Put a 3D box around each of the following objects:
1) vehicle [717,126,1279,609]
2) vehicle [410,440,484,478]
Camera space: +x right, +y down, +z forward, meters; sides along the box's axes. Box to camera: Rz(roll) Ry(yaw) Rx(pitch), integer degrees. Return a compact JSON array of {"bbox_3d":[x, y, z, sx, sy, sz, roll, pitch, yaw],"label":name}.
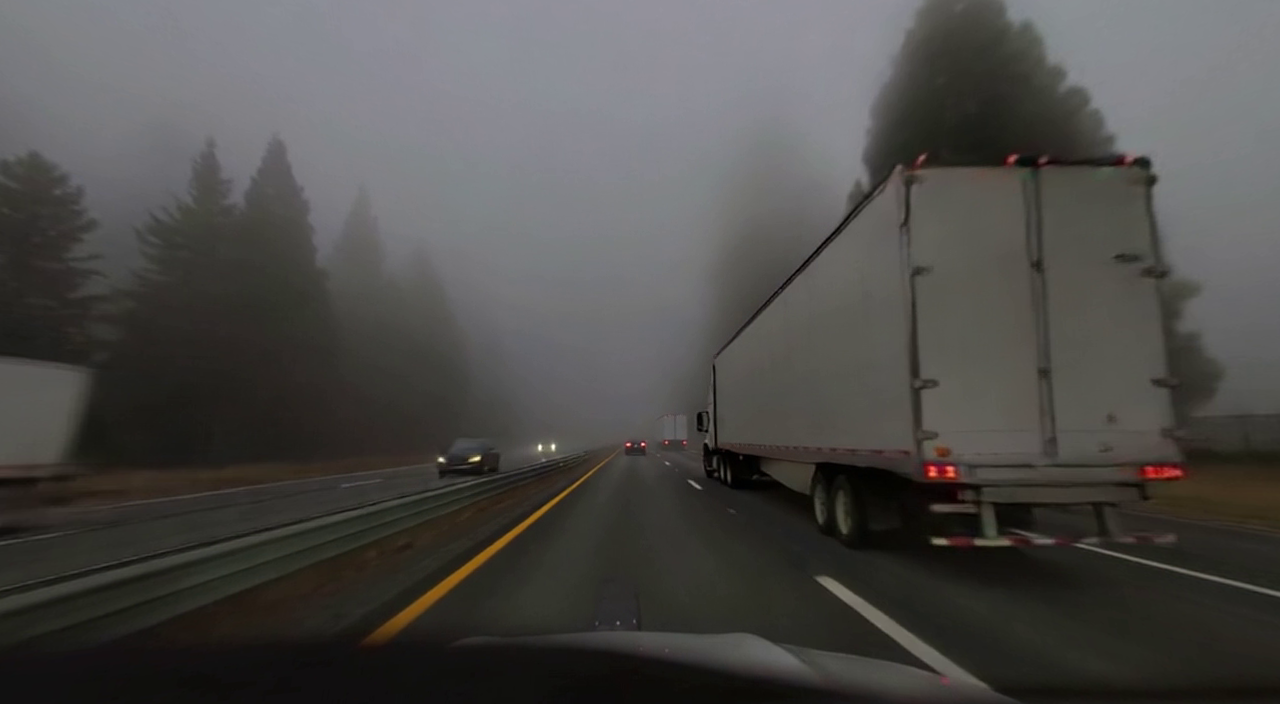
[{"bbox_3d":[3.904,0.960,12.090,2.919,4.004,13.911,0,-8,-1],"label":"vehicle"},{"bbox_3d":[-8.200,4.550,27.108,1.912,1.506,3.878,0,-8,0],"label":"vehicle"}]
